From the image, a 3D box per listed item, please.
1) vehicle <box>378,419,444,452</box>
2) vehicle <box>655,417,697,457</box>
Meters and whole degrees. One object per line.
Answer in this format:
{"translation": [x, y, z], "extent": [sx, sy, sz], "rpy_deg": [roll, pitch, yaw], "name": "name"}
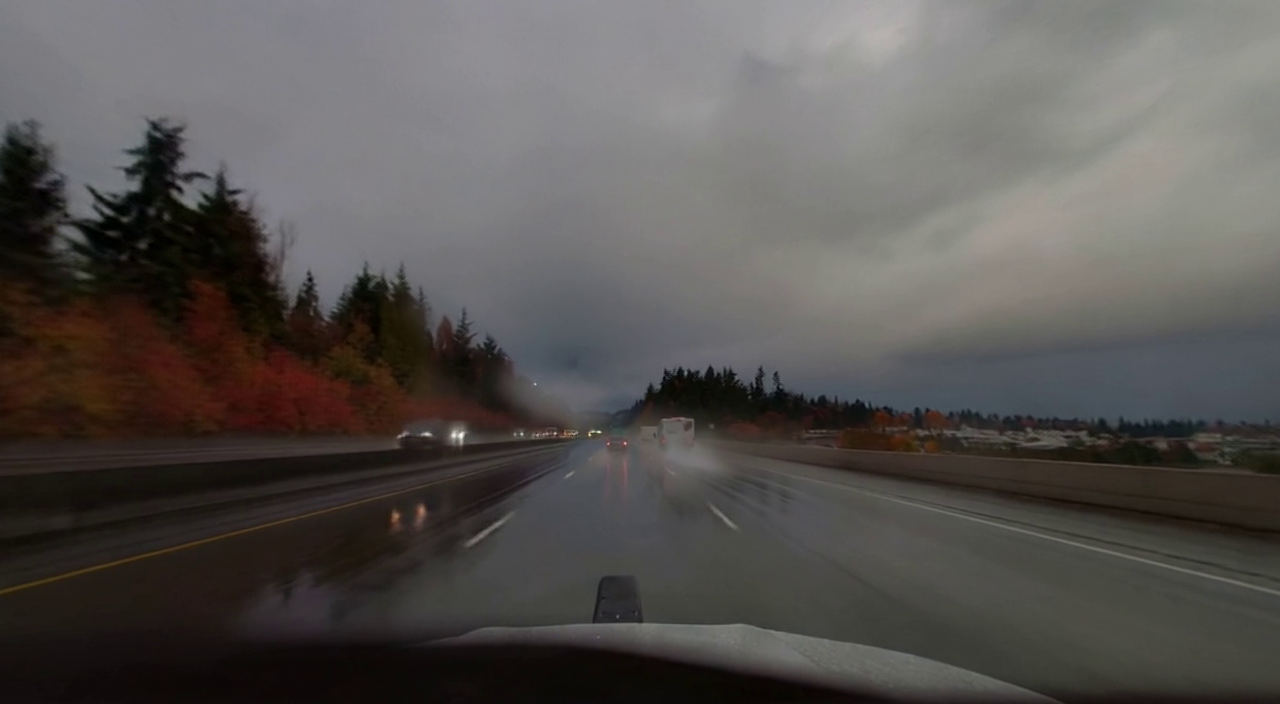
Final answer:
{"translation": [-14.220, 5.253, 39.409], "extent": [2.114, 1.921, 5.201], "rpy_deg": [0, -8, 1], "name": "vehicle"}
{"translation": [2.417, 5.955, 43.959], "extent": [2.411, 2.614, 5.781], "rpy_deg": [0, -8, -1], "name": "vehicle"}
